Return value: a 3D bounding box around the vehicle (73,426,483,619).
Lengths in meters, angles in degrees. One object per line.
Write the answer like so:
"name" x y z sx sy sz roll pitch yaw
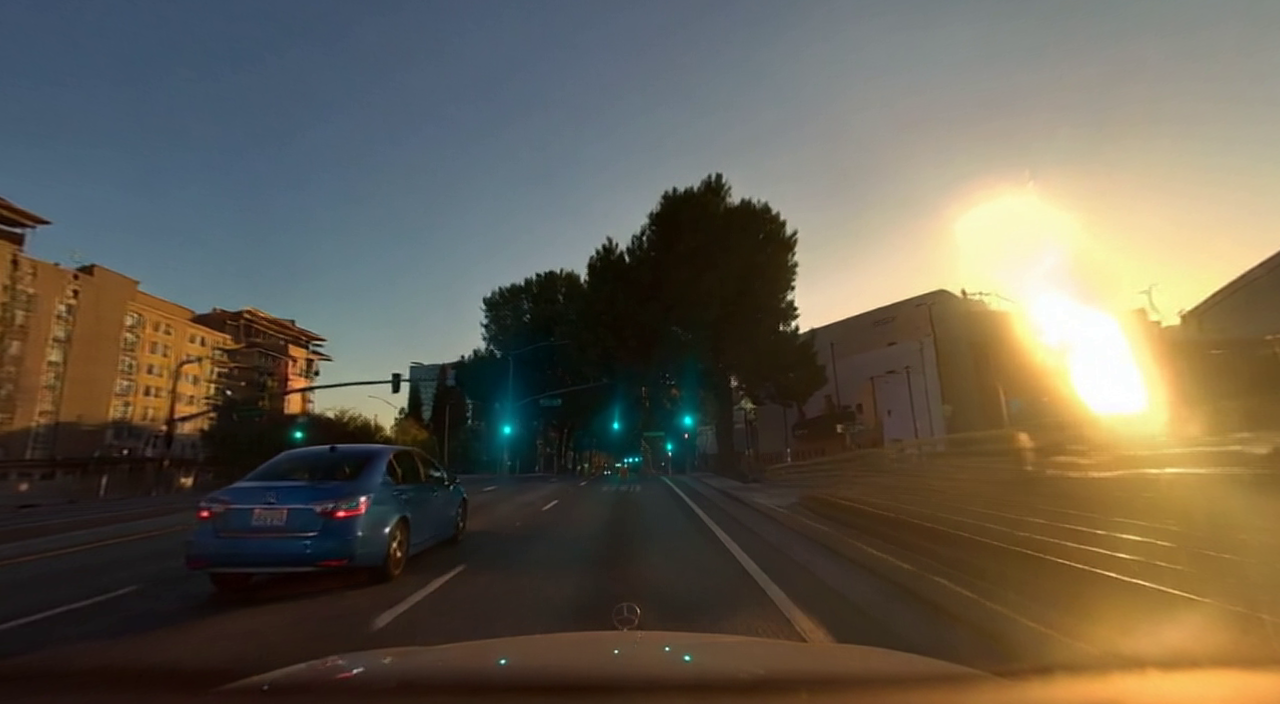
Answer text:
"vehicle" -3.341 1.642 7.097 2.041 1.470 4.290 0 -9 0
